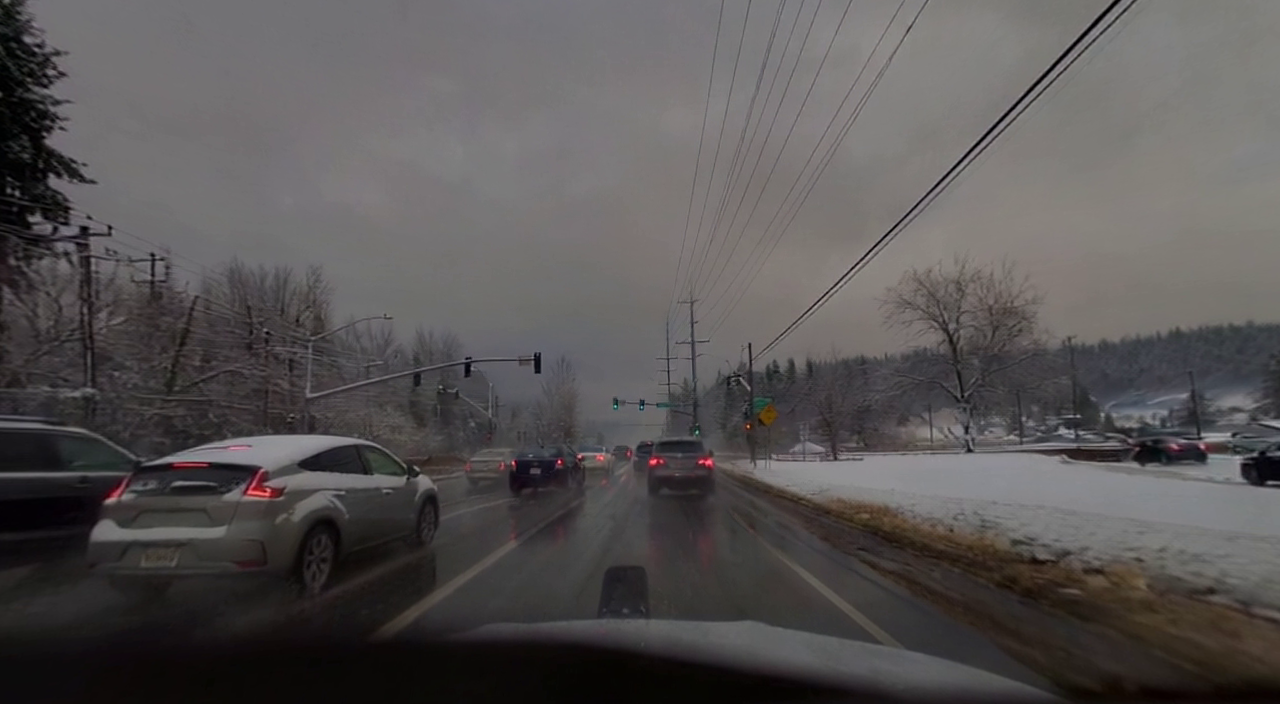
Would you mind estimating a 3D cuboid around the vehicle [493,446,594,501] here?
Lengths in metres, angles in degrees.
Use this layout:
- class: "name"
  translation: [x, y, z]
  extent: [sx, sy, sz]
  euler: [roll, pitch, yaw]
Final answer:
- class: "vehicle"
  translation: [-2.740, 3.570, 18.984]
  extent: [2.105, 1.436, 4.311]
  euler: [-1, -9, 4]

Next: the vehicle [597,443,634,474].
- class: "vehicle"
  translation: [-1.472, 6.546, 38.889]
  extent: [1.788, 1.773, 3.731]
  euler: [-1, -9, 5]

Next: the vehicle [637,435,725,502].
- class: "vehicle"
  translation: [1.121, 3.256, 18.014]
  extent: [2.205, 1.691, 3.937]
  euler: [-1, -9, 2]

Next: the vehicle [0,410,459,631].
- class: "vehicle"
  translation: [-3.755, 1.593, 6.999]
  extent: [2.018, 1.621, 4.441]
  euler: [0, -9, 2]
